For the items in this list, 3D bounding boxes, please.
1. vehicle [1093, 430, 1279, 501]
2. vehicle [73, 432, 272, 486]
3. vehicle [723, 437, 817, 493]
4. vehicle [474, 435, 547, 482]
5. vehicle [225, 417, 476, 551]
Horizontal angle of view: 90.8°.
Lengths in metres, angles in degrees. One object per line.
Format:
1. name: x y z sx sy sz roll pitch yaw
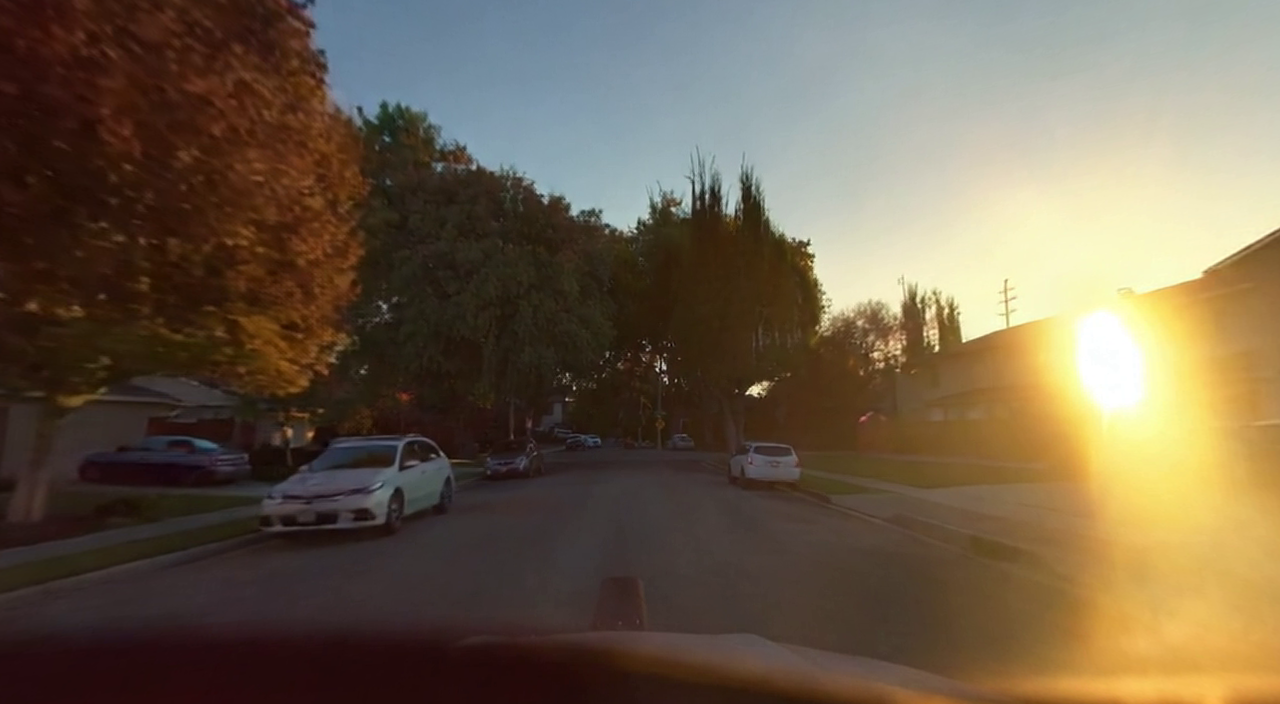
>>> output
1. vehicle: 12.010 2.224 12.592 4.655 1.282 1.716 0 -8 -2
2. vehicle: -13.539 3.096 18.529 4.220 1.462 1.913 0 -8 -4
3. vehicle: 3.756 3.308 18.943 1.945 1.495 3.983 0 -8 0
4. vehicle: -4.970 4.120 24.884 1.887 1.660 4.312 0 -8 1
5. vehicle: -4.640 2.093 11.220 2.140 1.815 4.926 0 -6 0
